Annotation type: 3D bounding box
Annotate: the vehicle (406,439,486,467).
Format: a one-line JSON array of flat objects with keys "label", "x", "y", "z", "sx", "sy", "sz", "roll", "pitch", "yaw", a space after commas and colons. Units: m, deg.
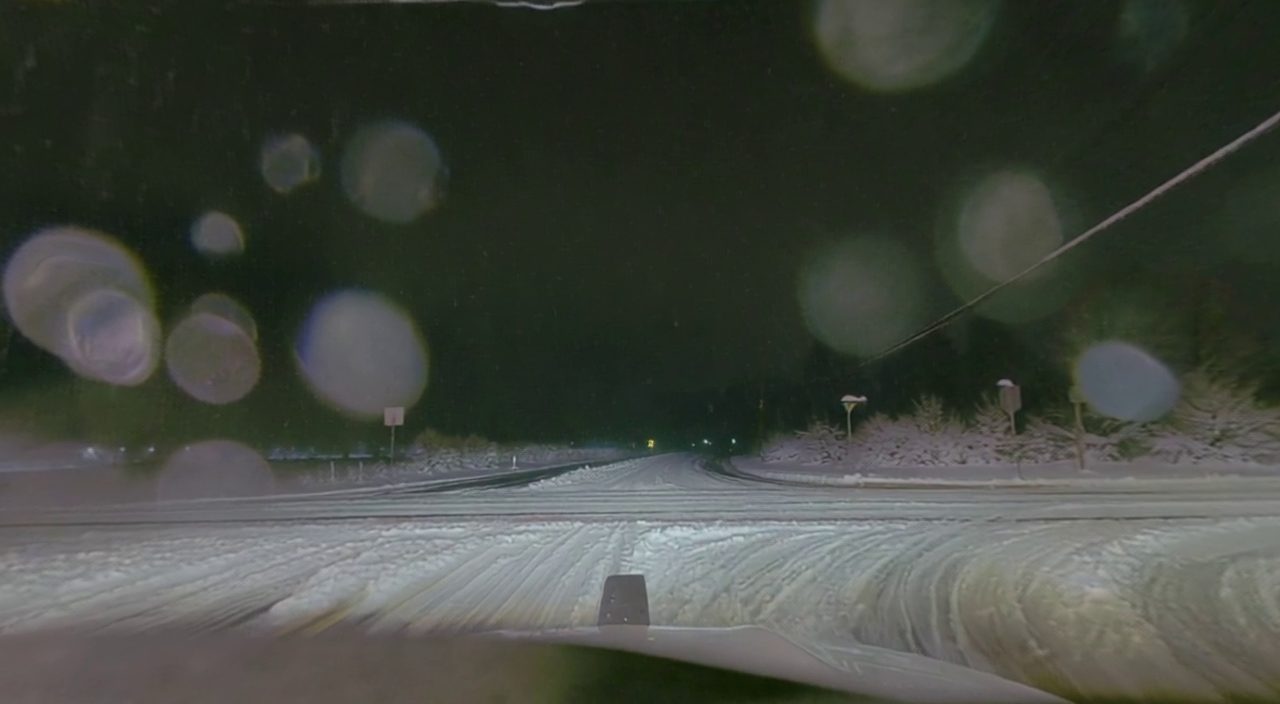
[{"label": "vehicle", "x": -12.702, "y": 6.630, "z": 41.467, "sx": 4.590, "sy": 1.735, "sz": 1.973, "roll": 0, "pitch": -9, "yaw": 3}]
